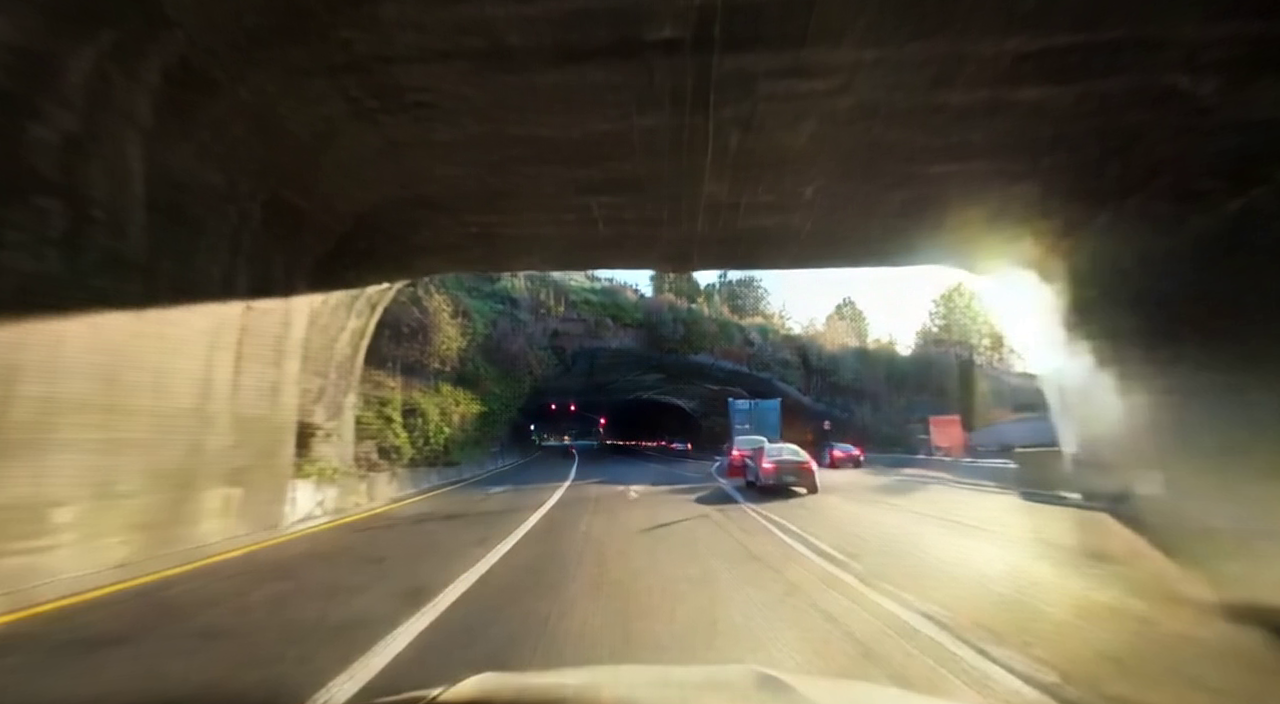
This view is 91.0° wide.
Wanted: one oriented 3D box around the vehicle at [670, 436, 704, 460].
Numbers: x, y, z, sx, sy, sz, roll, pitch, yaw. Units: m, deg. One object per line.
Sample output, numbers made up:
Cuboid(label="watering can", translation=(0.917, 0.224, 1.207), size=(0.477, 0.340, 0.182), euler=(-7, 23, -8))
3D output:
Cuboid(label="vehicle", translation=(3.610, 7.396, 48.772), size=(1.917, 1.748, 4.003), euler=(0, -8, -6))

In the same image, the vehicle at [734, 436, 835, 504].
Cuboid(label="vehicle", translation=(3.492, 2.900, 15.948), size=(1.947, 1.475, 3.962), euler=(-1, -8, 6))
